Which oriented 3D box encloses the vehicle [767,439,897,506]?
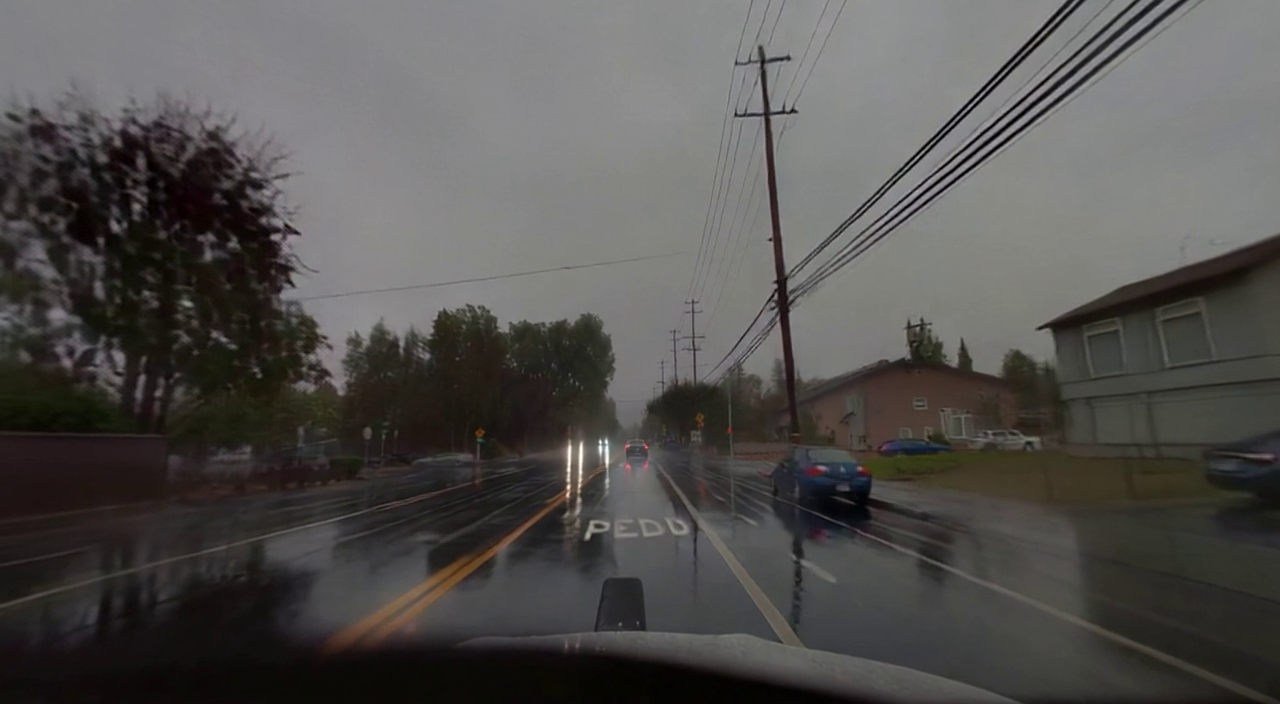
[{"bbox_3d":[4.764,3.040,16.456,1.987,1.479,4.562,0,-8,0],"label":"vehicle"}]

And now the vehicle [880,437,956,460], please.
[{"bbox_3d":[18.938,6.561,43.130,4.292,1.489,1.895,0,-8,0],"label":"vehicle"}]

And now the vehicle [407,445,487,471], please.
[{"bbox_3d":[-14.065,7.751,46.265,5.190,1.502,2.085,-4,-8,-1],"label":"vehicle"}]
